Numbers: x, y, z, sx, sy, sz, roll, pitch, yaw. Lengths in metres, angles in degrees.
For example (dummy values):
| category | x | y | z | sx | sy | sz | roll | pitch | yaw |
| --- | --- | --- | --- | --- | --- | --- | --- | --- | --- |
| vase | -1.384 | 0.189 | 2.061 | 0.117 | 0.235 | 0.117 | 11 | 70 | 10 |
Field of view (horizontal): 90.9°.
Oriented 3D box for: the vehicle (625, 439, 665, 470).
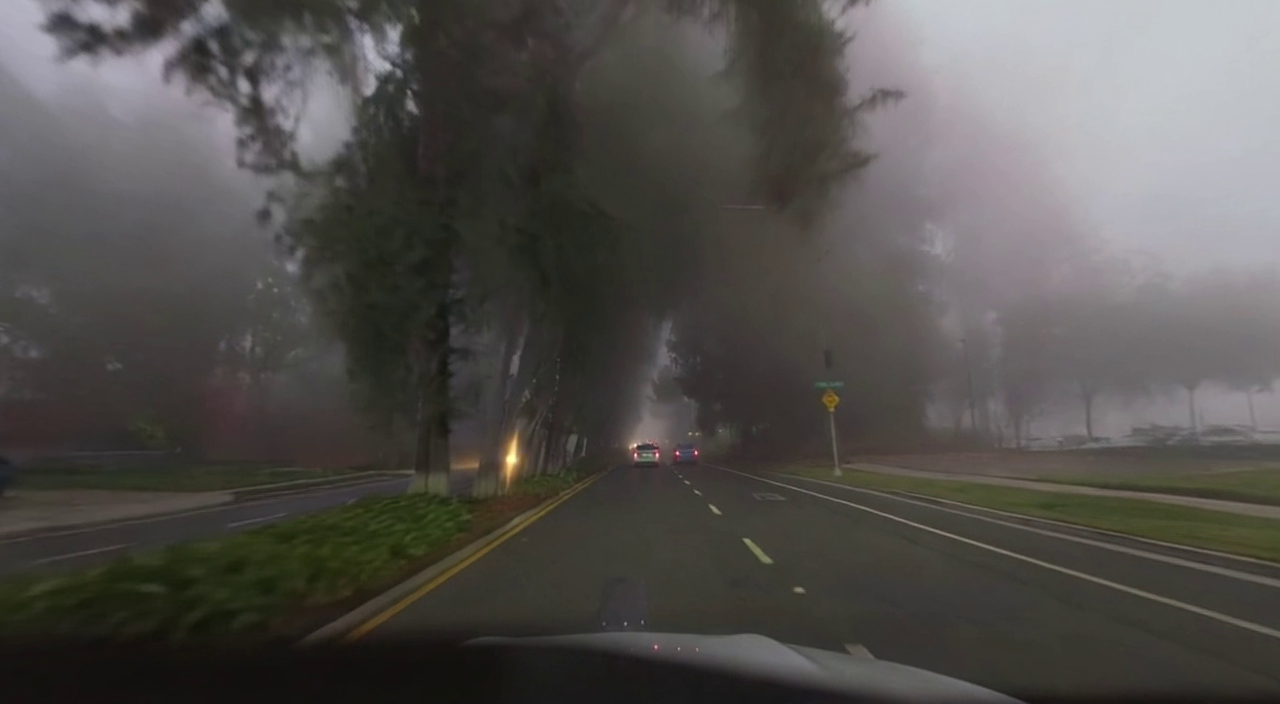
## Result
| category | x | y | z | sx | sy | sz | roll | pitch | yaw |
| --- | --- | --- | --- | --- | --- | --- | --- | --- | --- |
| vehicle | 0.284 | 5.754 | 35.504 | 2.109 | 1.612 | 3.963 | 0 | -8 | 1 |

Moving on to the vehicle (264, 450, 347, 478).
| category | x | y | z | sx | sy | sz | roll | pitch | yaw |
| --- | --- | --- | --- | --- | --- | --- | --- | --- | --- |
| vehicle | -21.267 | 7.151 | 40.195 | 4.152 | 1.686 | 1.873 | 0 | -8 | -1 |

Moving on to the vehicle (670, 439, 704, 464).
| category | x | y | z | sx | sy | sz | roll | pitch | yaw |
| --- | --- | --- | --- | --- | --- | --- | --- | --- | --- |
| vehicle | 3.487 | 7.420 | 47.344 | 2.189 | 1.766 | 4.495 | 0 | -8 | -1 |

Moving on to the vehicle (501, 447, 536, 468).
| category | x | y | z | sx | sy | sz | roll | pitch | yaw |
| --- | --- | --- | --- | --- | --- | --- | --- | --- | --- |
| vehicle | -9.204 | 8.039 | 48.157 | 1.889 | 1.506 | 3.911 | 0 | -8 | 0 |
